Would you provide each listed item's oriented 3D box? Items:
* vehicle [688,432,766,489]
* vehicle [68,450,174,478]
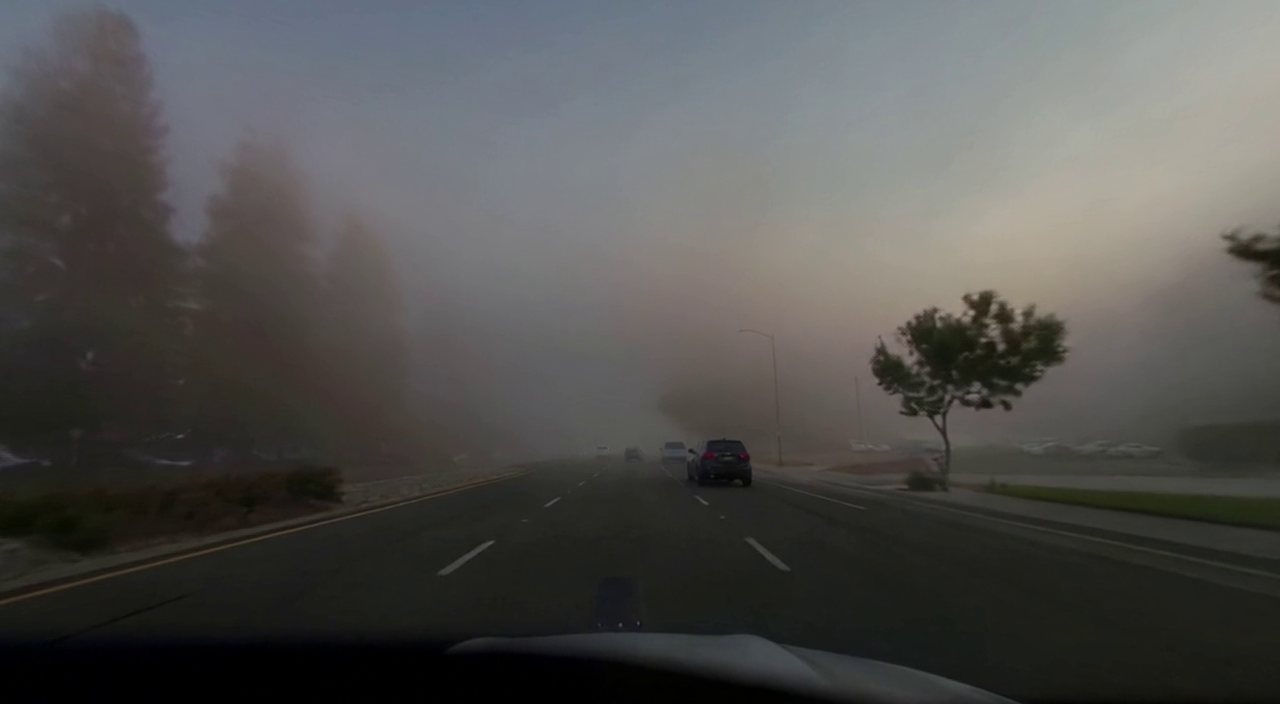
[{"bbox_3d":[3.006,3.870,22.829,2.060,1.816,4.343,0,-9,-2],"label":"vehicle"},{"bbox_3d":[-33.341,7.189,40.710,4.932,1.730,1.939,0,-9,-3],"label":"vehicle"}]
